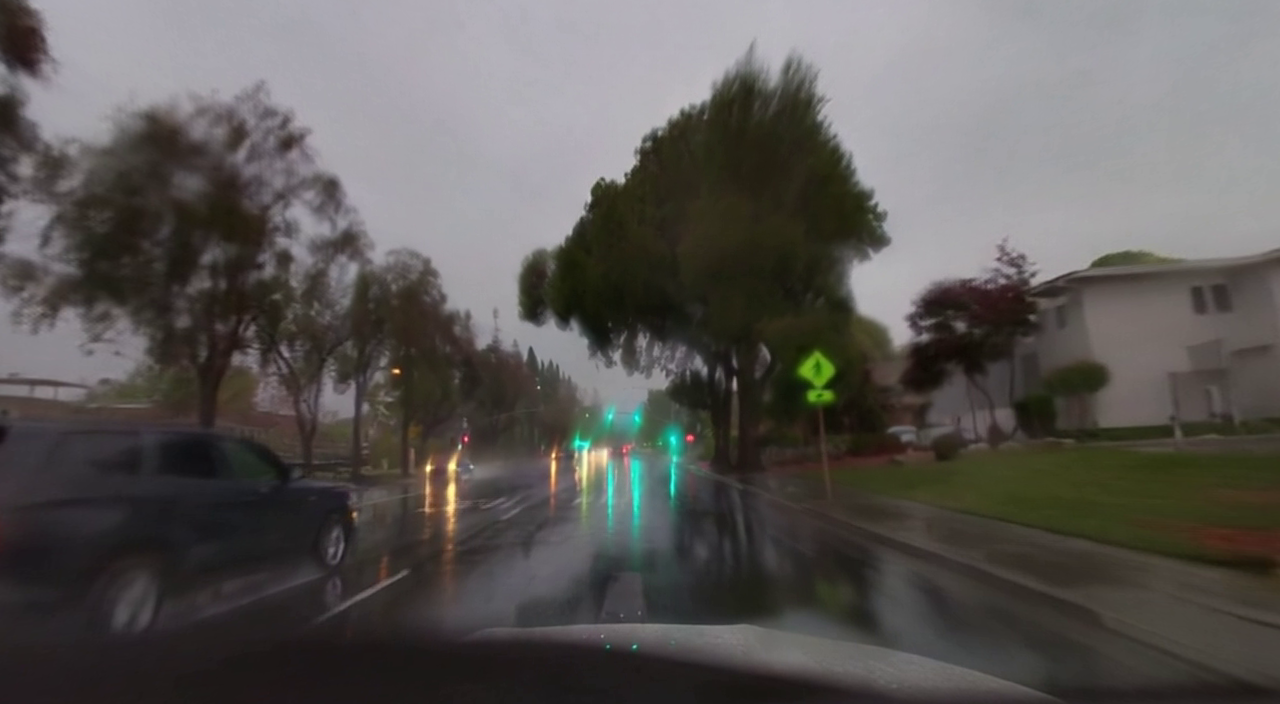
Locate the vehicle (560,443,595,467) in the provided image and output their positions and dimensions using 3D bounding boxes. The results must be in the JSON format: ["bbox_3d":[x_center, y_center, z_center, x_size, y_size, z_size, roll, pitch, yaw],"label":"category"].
[{"bbox_3d":[-4.582,7.642,46.983,2.065,1.714,4.272,0,-9,1],"label":"vehicle"}]

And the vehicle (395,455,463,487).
[{"bbox_3d":[-11.062,6.265,33.553,2.032,1.493,4.761,-1,-9,-1],"label":"vehicle"}]

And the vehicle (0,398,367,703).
[{"bbox_3d":[-4.540,1.435,5.536,2.169,1.706,4.638,0,-9,1],"label":"vehicle"}]
